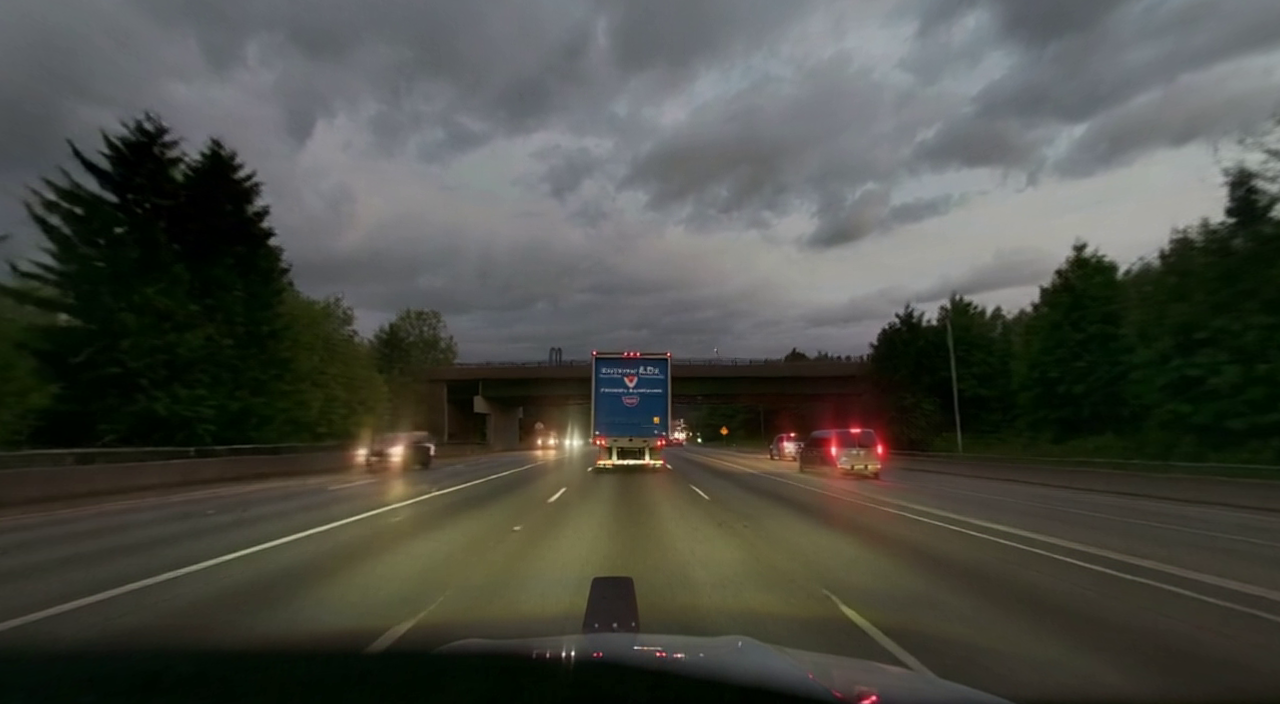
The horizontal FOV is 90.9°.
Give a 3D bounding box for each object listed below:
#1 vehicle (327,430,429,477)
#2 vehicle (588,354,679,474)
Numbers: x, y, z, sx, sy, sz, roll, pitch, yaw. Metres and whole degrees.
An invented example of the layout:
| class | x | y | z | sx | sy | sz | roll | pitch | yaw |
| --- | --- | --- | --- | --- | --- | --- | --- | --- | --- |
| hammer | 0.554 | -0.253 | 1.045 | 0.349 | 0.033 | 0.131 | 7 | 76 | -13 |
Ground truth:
| class | x | y | z | sx | sy | sz | roll | pitch | yaw |
| --- | --- | --- | --- | --- | --- | --- | --- | --- | --- |
| vehicle | -8.997 | 3.497 | 22.027 | 1.872 | 1.461 | 3.966 | 0 | -8 | 0 |
| vehicle | -0.442 | 2.646 | 25.442 | 2.895 | 3.861 | 10.213 | 0 | -8 | -2 |
